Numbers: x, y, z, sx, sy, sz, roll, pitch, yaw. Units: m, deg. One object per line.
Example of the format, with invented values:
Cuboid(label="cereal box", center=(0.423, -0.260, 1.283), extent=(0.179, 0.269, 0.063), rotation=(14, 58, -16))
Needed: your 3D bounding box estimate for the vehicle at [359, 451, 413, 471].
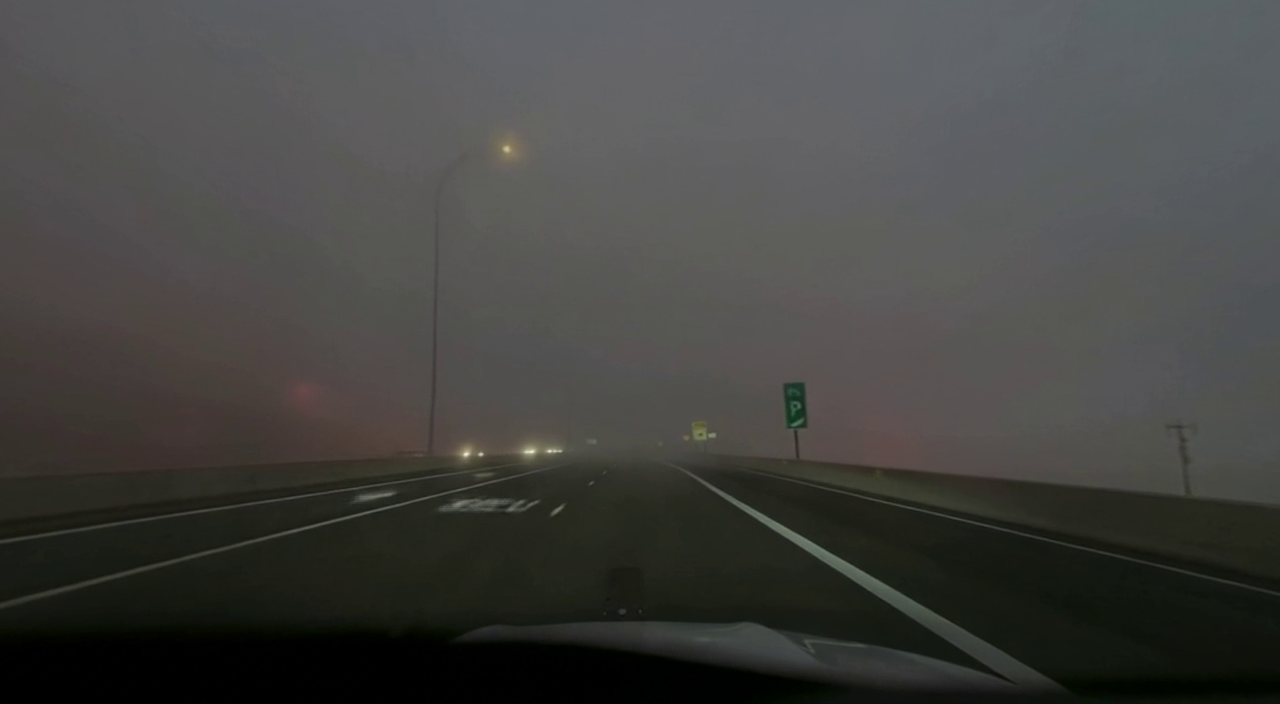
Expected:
Cuboid(label="vehicle", center=(-18.317, 7.844, 45.739), extent=(2.133, 1.364, 4.258), rotation=(0, -9, 1))
